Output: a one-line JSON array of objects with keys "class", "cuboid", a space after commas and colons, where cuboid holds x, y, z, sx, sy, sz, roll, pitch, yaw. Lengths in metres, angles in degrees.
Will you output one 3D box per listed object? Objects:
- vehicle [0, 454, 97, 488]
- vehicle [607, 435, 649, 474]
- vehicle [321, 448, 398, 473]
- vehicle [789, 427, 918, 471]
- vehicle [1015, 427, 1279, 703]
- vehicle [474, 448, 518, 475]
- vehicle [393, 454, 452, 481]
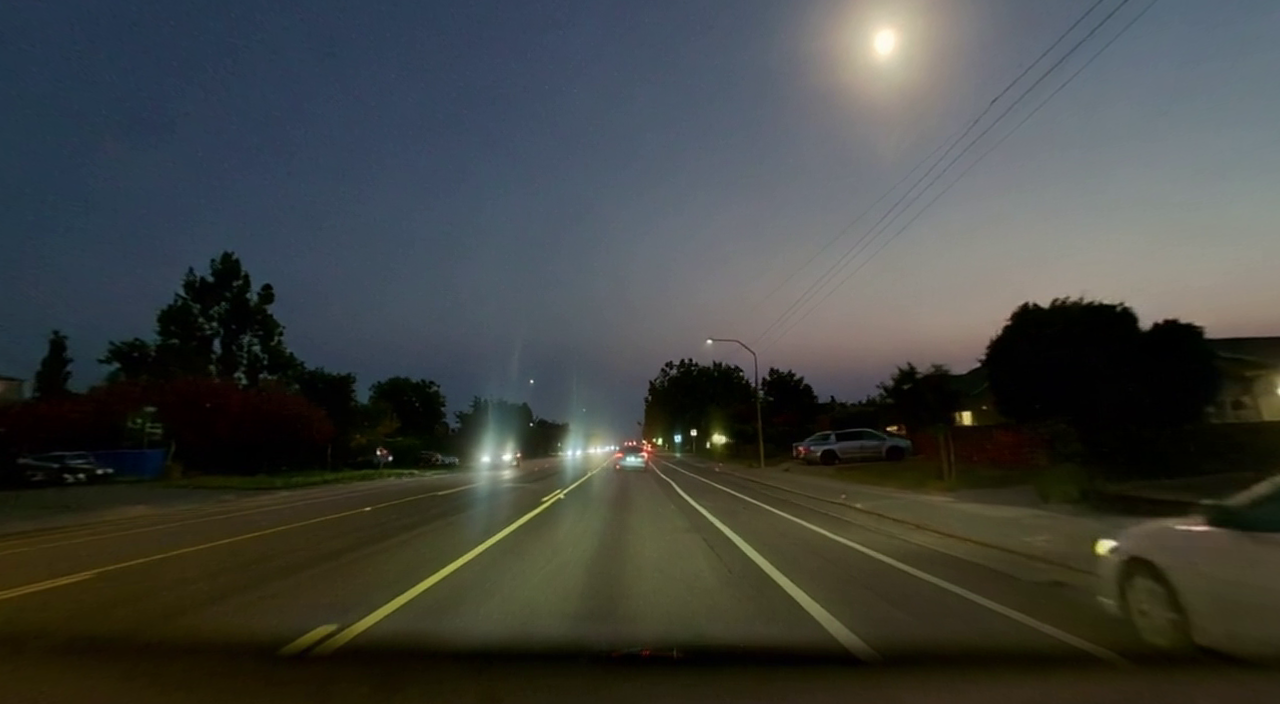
[{"class": "vehicle", "cuboid": [-27.571, 5.313, 28.354, 4.428, 1.450, 2.173, 0, -8, 2]}, {"class": "vehicle", "cuboid": [-0.607, 5.608, 34.807, 2.153, 1.942, 4.767, 0, -8, 0]}, {"class": "vehicle", "cuboid": [-20.213, 7.835, 45.701, 4.627, 1.720, 1.983, 0, -9, -5]}, {"class": "vehicle", "cuboid": [10.475, 4.761, 31.275, 5.526, 1.849, 2.213, -2, -6, -2]}, {"class": "vehicle", "cuboid": [4.317, 1.082, 2.914, 2.001, 1.480, 5.022, 0, -8, -1]}, {"class": "vehicle", "cuboid": [-8.735, 6.659, 38.506, 1.791, 1.514, 3.702, 0, -8, 0]}, {"class": "vehicle", "cuboid": [-13.488, 7.152, 39.444, 1.950, 1.530, 4.856, 0, -8, 0]}]
